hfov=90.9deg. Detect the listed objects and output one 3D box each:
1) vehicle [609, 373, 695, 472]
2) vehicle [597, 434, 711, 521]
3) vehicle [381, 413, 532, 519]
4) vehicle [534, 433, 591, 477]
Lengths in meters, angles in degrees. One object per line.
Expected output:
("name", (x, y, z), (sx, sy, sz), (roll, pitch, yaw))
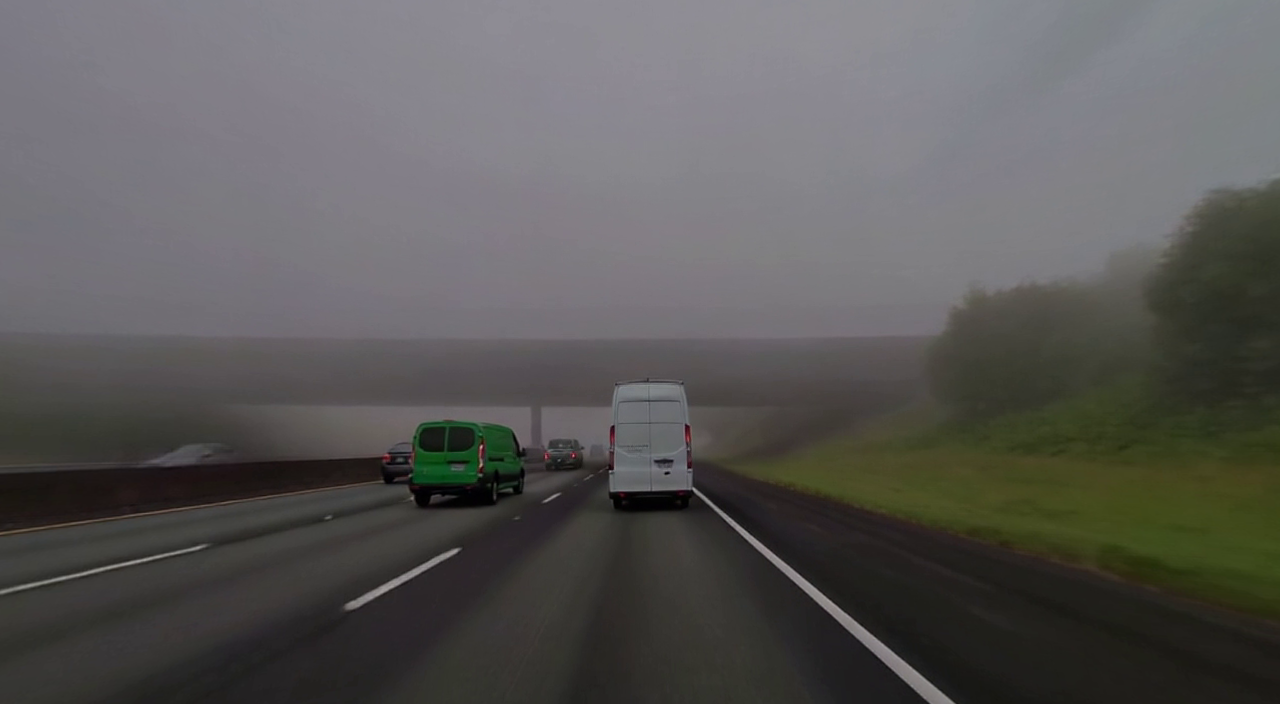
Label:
("vehicle", (0.480, 4.125, 33.618), (3.289, 3.822, 18.653), (0, -9, 0))
("vehicle", (0.234, 2.448, 12.696), (1.991, 1.507, 3.391), (0, -9, 0))
("vehicle", (-3.648, 2.367, 13.400), (1.951, 1.882, 3.979), (0, -9, 1))
("vehicle", (-3.485, 4.747, 29.242), (2.068, 1.862, 4.234), (0, -9, 0))
